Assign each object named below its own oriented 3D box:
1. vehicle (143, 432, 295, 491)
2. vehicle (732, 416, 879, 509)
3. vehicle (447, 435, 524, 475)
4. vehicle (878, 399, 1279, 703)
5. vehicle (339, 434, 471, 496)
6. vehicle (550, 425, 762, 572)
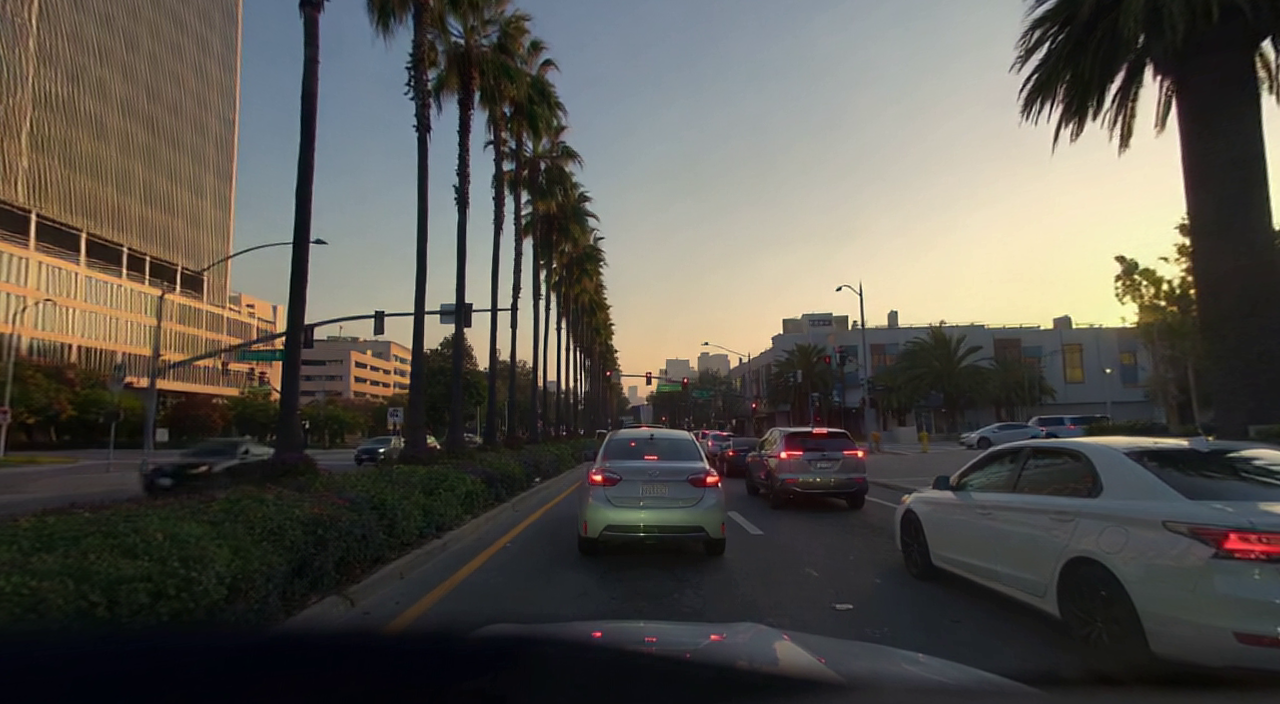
[{"bbox_3d":[-13.182,3.436,20.113,2.000,1.609,4.219,-1,-8,-2],"label":"vehicle"},{"bbox_3d":[3.489,2.442,14.304,2.169,1.751,4.276,0,-8,0],"label":"vehicle"},{"bbox_3d":[-6.050,4.093,25.223,1.822,1.456,4.396,-1,-8,2],"label":"vehicle"},{"bbox_3d":[3.535,1.226,4.471,1.910,1.490,4.661,0,-8,1],"label":"vehicle"},{"bbox_3d":[-6.256,3.050,17.362,1.900,1.487,4.165,0,-8,2],"label":"vehicle"},{"bbox_3d":[0.172,1.787,8.460,2.140,1.474,4.026,0,-8,1],"label":"vehicle"}]
